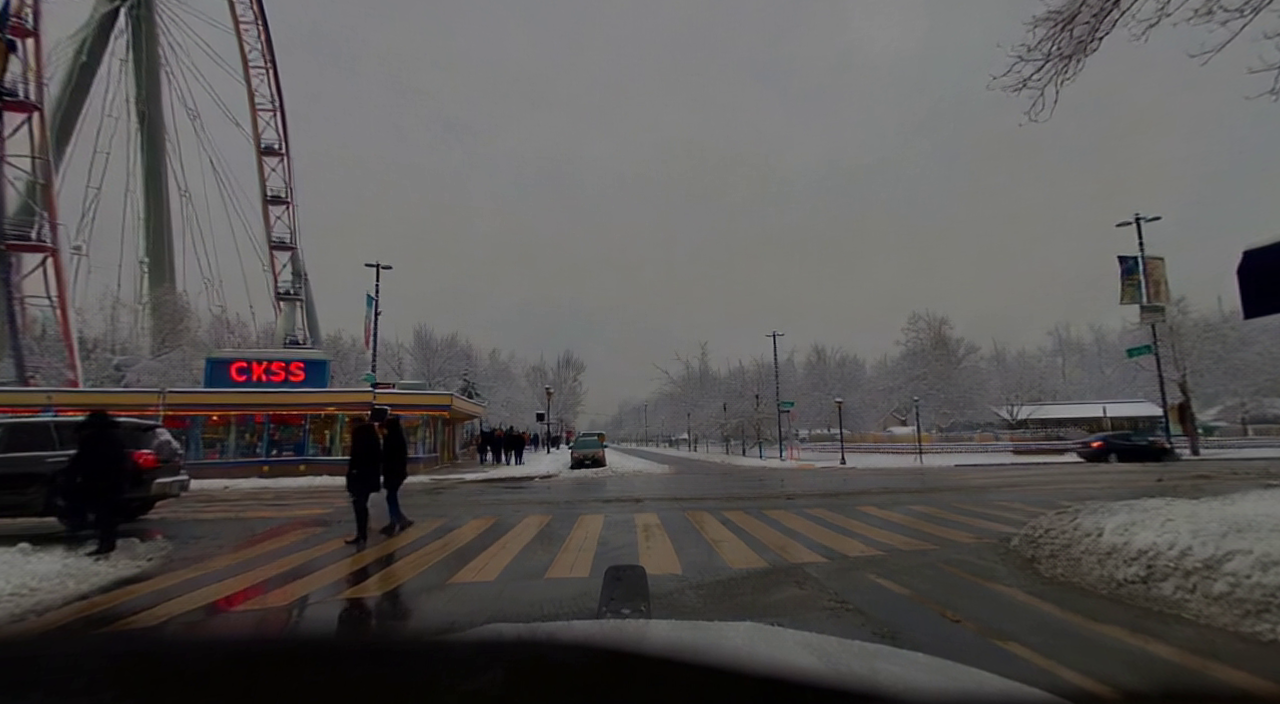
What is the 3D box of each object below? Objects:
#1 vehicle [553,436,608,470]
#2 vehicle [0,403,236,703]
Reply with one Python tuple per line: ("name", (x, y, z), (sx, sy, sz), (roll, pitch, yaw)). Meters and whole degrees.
("vehicle", (-3.888, 6.408, 40.250), (2.549, 2.000, 5.699), (2, -9, -15))
("vehicle", (-3.377, 0.787, 1.190), (1.940, 1.505, 4.676), (-1, -9, 3))
